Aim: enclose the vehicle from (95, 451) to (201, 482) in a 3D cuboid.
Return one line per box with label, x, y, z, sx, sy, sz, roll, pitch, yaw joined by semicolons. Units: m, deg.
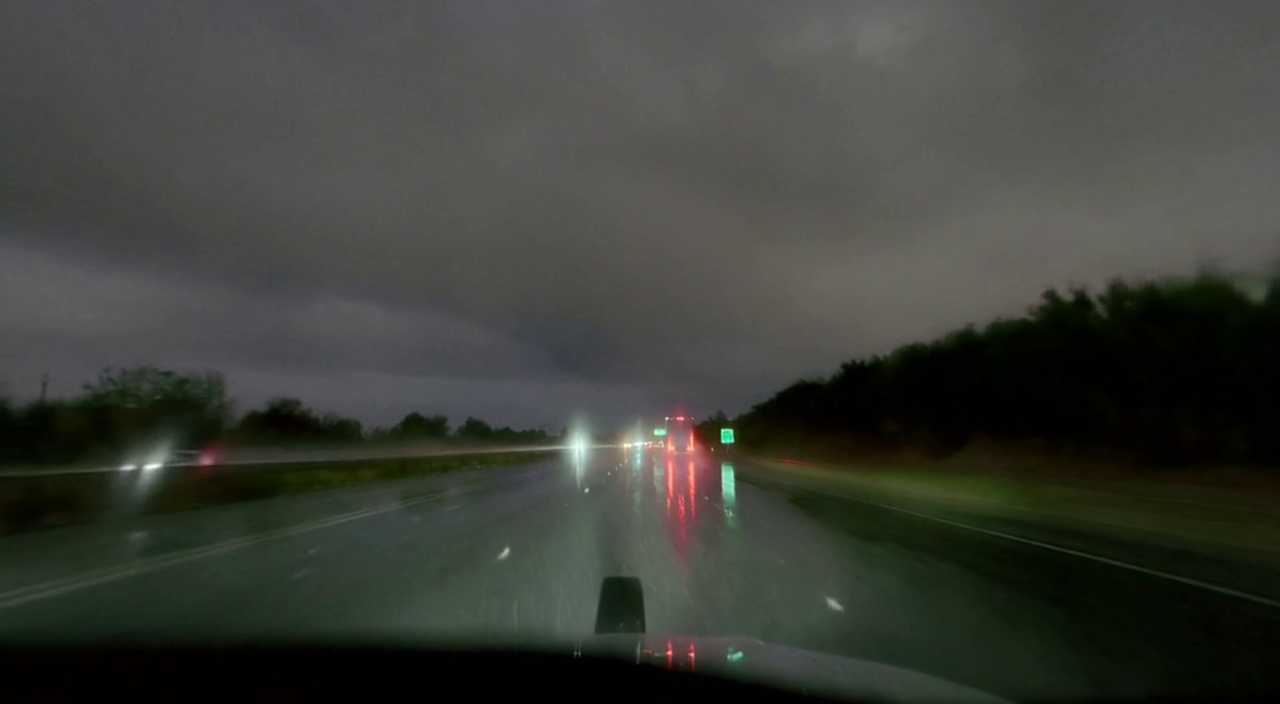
vehicle;-26.987;6.264;34.793;1.936;1.507;4.806;0;-9;1
